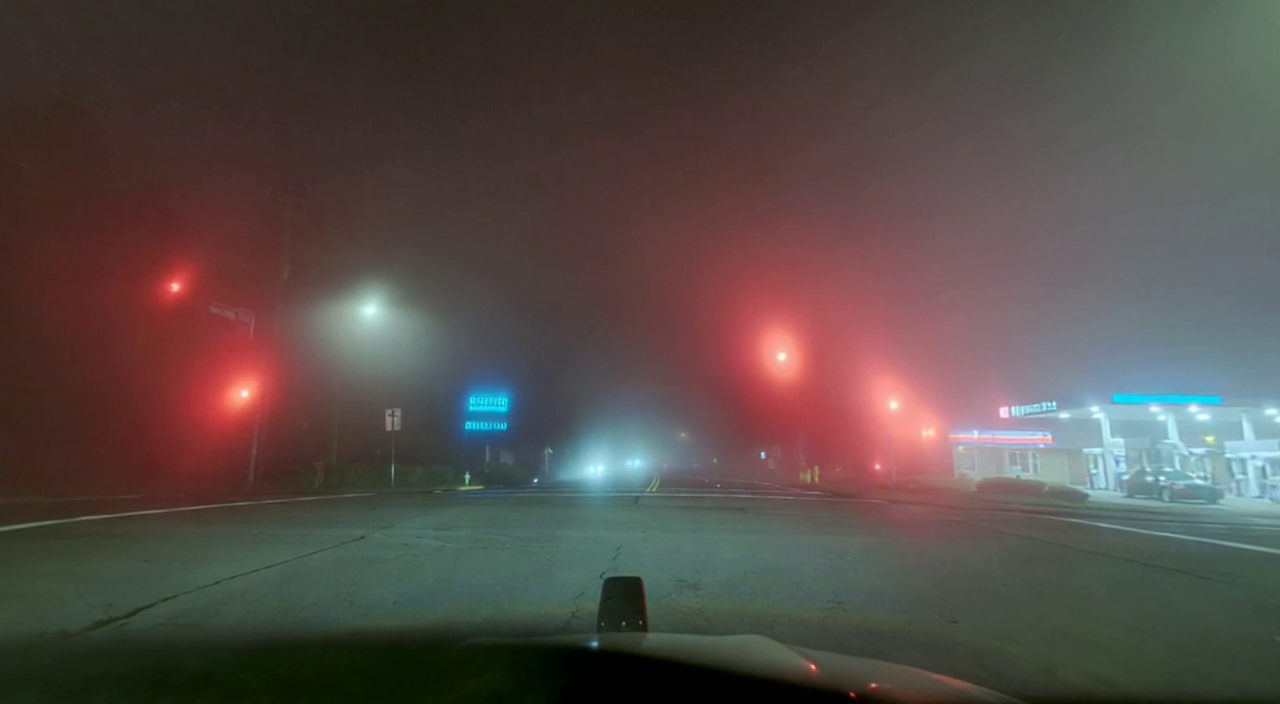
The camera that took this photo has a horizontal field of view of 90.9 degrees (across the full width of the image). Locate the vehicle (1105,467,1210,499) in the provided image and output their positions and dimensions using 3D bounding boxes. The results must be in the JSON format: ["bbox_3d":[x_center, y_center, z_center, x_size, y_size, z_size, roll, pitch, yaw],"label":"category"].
[{"bbox_3d":[28.022,7.065,34.338,1.897,1.466,4.211,1,-8,-6],"label":"vehicle"}]
